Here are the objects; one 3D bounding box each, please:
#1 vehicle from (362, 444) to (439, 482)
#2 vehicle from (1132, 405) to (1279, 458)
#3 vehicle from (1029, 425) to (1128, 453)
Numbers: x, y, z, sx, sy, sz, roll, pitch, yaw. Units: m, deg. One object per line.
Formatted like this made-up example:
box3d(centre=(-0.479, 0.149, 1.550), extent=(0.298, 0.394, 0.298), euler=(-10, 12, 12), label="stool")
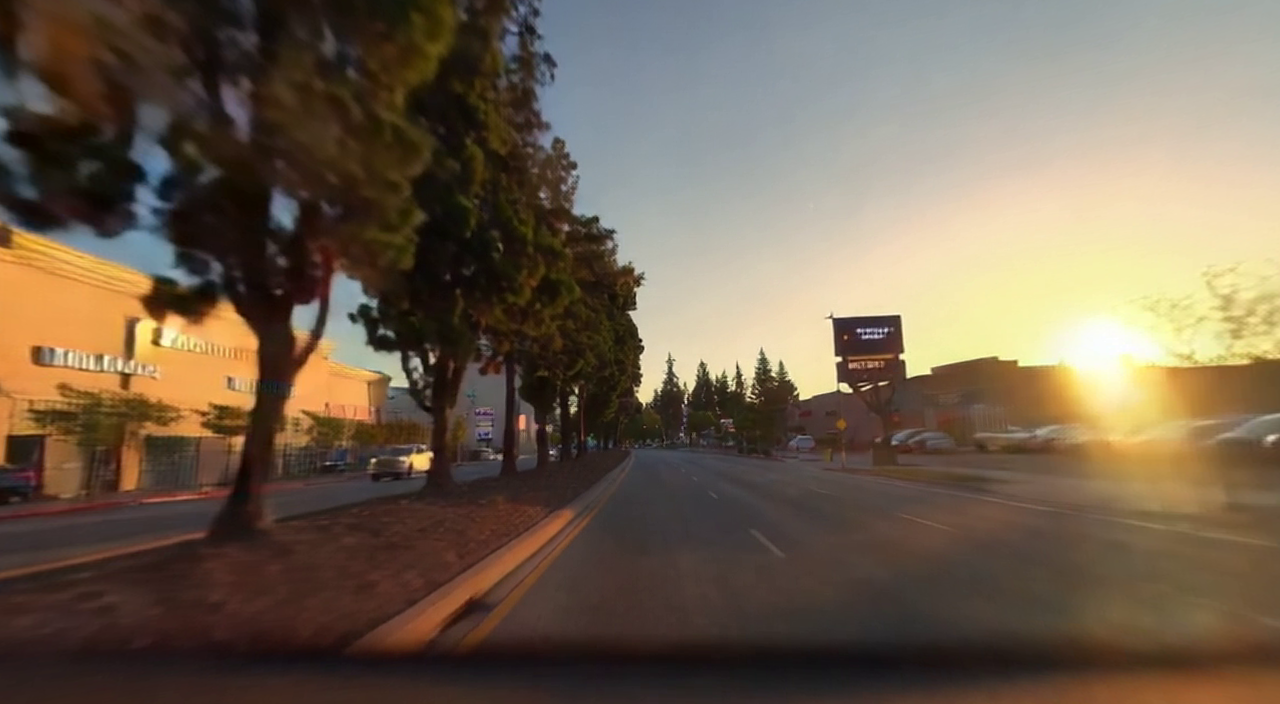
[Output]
box3d(centre=(-11.103, 5.145, 29.588), extent=(1.896, 1.593, 4.014), euler=(0, -9, 2), label="vehicle")
box3d(centre=(21.895, 2.884, 23.373), extent=(5.505, 1.592, 2.166), euler=(-3, -7, -1), label="vehicle")
box3d(centre=(22.453, 4.474, 32.458), extent=(3.547, 1.360, 1.951), euler=(-1, -9, 3), label="vehicle")
